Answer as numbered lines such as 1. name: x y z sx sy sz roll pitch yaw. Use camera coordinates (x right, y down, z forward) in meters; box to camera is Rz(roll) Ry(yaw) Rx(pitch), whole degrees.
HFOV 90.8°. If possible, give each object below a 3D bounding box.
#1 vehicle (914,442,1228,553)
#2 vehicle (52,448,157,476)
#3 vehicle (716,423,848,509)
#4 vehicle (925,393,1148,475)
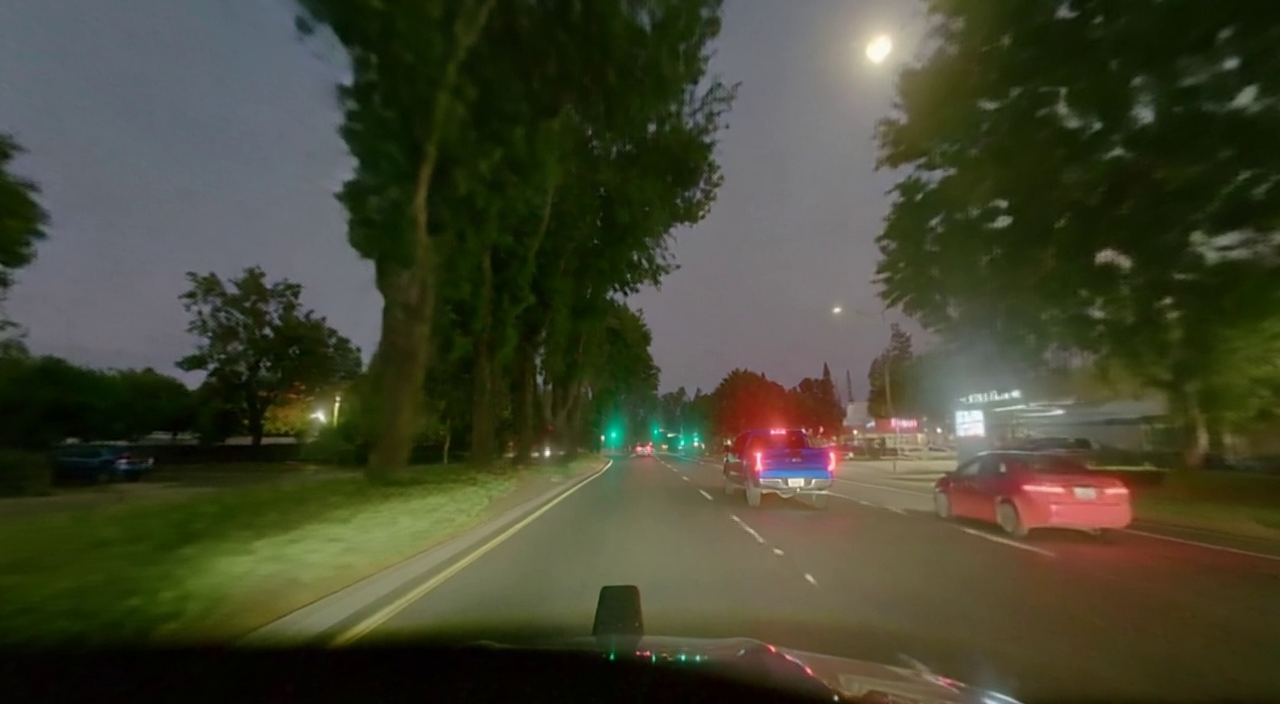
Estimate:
1. vehicle: 6.847 2.313 10.927 2.012 1.460 4.812 0 -8 0
2. vehicle: -28.838 5.900 34.084 4.189 1.429 1.668 -1 -8 4
3. vehicle: 3.373 2.840 16.254 2.138 1.836 5.245 0 -8 0
4. vehicle: 18.903 3.991 30.650 8.393 3.716 3.472 0 -8 -2
